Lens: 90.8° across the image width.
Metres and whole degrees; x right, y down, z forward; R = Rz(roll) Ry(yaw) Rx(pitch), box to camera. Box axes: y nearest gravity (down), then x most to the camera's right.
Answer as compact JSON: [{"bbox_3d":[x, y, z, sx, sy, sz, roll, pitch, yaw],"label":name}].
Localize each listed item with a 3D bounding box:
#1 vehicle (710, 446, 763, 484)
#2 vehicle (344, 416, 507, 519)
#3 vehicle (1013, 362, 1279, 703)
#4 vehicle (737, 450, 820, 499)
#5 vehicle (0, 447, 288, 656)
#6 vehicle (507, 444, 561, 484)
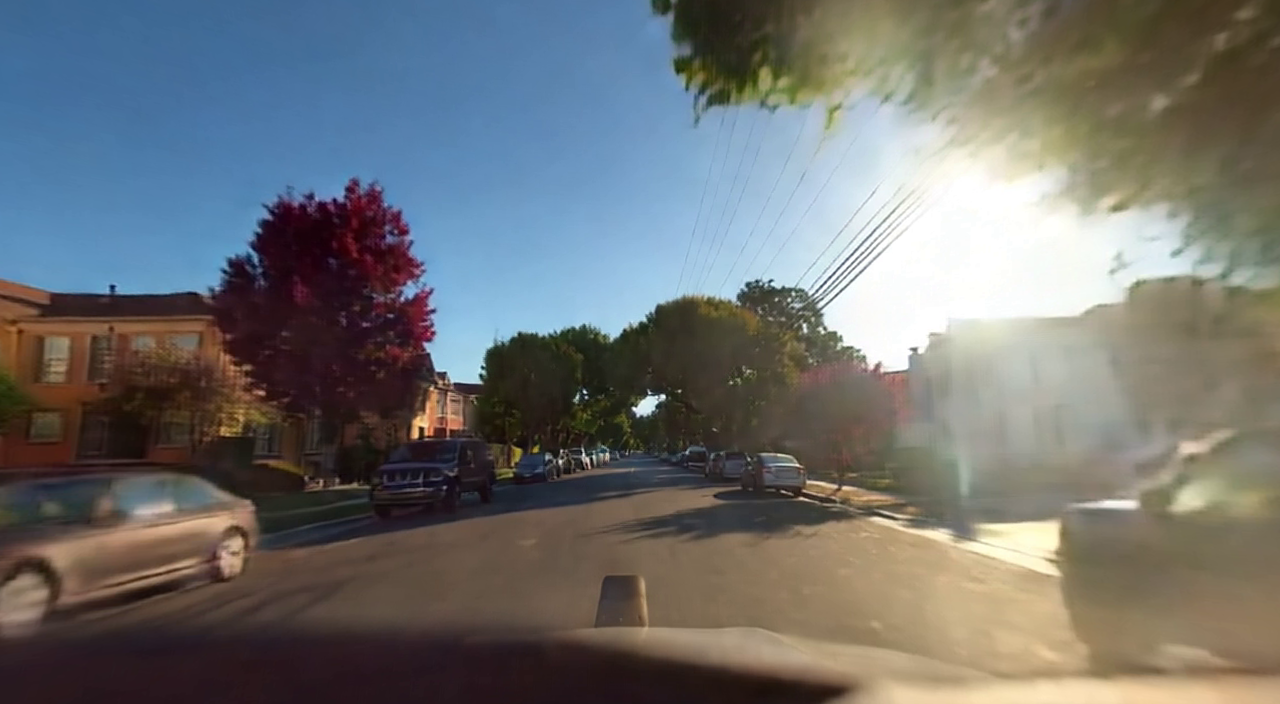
[{"bbox_3d":[4.564,5.388,30.467,1.979,1.620,4.684,1,-9,2],"label":"vehicle"},{"bbox_3d":[-5.165,2.893,16.330,2.242,2.135,5.566,-1,-9,0],"label":"vehicle"},{"bbox_3d":[3.857,0.932,2.579,2.049,1.776,4.285,1,-9,0],"label":"vehicle"},{"bbox_3d":[4.554,4.091,21.508,1.893,1.437,4.369,1,-9,1],"label":"vehicle"},{"bbox_3d":[-5.317,1.580,5.620,1.824,1.417,4.395,-1,-9,0],"label":"vehicle"},{"bbox_3d":[-5.070,5.378,30.732,1.873,1.709,4.206,-3,-8,1],"label":"vehicle"}]
